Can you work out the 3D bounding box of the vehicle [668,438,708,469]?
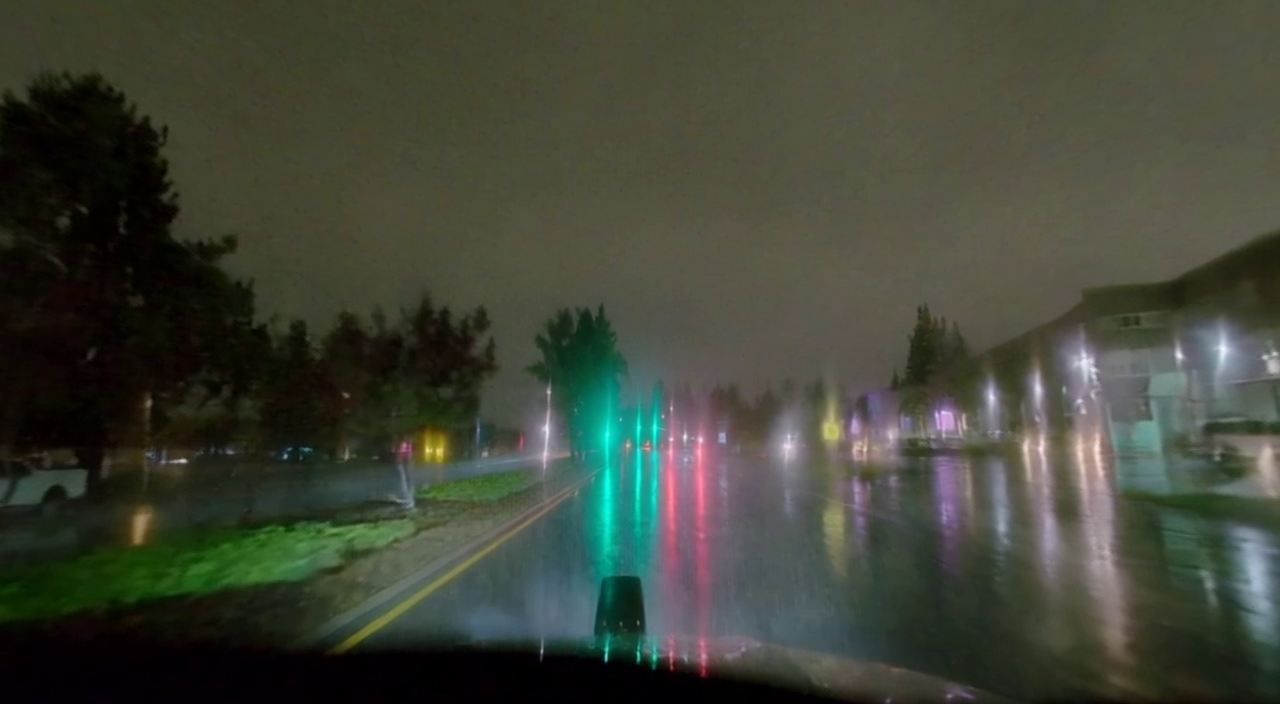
[{"bbox_3d":[3.002,6.509,40.566,2.085,1.828,5.383,0,-8,-1],"label":"vehicle"}]
